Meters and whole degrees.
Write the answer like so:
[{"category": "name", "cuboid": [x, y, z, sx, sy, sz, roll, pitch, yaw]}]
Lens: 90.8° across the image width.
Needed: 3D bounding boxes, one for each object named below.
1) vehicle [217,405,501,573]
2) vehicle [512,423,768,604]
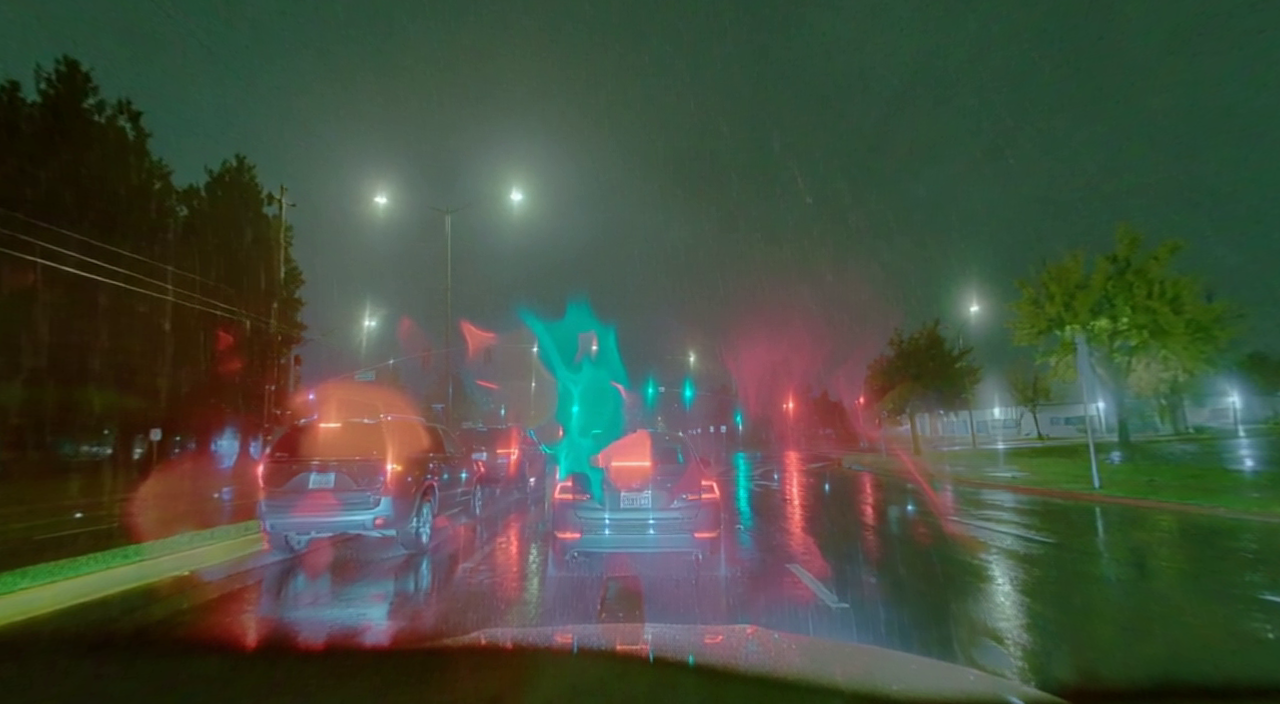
[{"category": "vehicle", "cuboid": [-3.426, 1.755, 8.826, 2.046, 1.751, 4.208, 0, -8, -1]}, {"category": "vehicle", "cuboid": [-0.056, 1.637, 7.305, 2.126, 1.475, 3.967, 0, -8, -2]}]
